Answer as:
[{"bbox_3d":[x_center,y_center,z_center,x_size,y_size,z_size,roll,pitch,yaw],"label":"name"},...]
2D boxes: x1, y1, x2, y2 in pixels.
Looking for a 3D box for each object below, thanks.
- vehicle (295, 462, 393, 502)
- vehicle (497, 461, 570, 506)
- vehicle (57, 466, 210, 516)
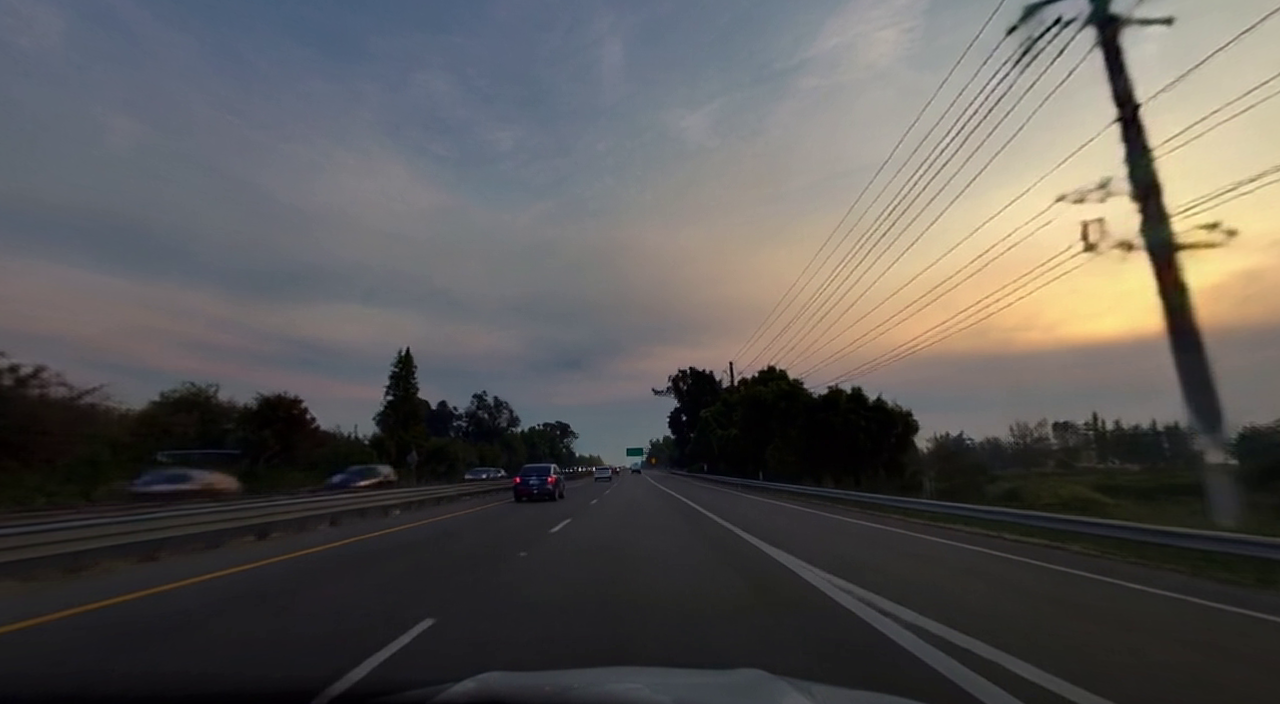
[{"bbox_3d":[-12.563,5.537,27.106,1.897,1.501,4.620,1,-11,0],"label":"vehicle"},{"bbox_3d":[-3.903,4.908,23.795,1.963,1.501,4.227,1,-11,0],"label":"vehicle"},{"bbox_3d":[-16.542,4.533,20.874,1.827,1.434,3.798,1,-11,0],"label":"vehicle"}]
